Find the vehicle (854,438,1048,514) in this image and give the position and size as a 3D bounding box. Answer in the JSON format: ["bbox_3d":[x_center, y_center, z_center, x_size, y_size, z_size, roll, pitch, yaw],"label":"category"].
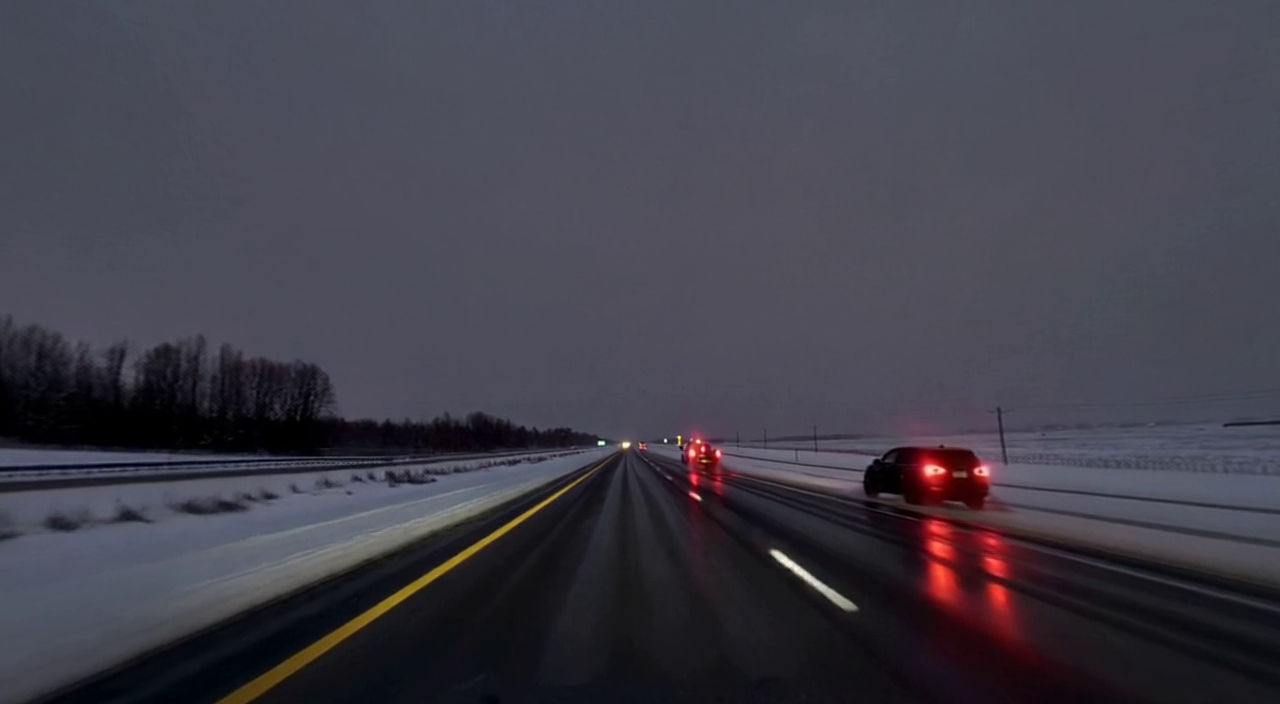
[{"bbox_3d":[7.081,2.845,15.155,2.046,1.509,4.929,0,-8,-2],"label":"vehicle"}]

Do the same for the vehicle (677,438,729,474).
[{"bbox_3d":[3.268,5.509,33.760,2.141,1.785,4.778,0,-8,-2],"label":"vehicle"}]
